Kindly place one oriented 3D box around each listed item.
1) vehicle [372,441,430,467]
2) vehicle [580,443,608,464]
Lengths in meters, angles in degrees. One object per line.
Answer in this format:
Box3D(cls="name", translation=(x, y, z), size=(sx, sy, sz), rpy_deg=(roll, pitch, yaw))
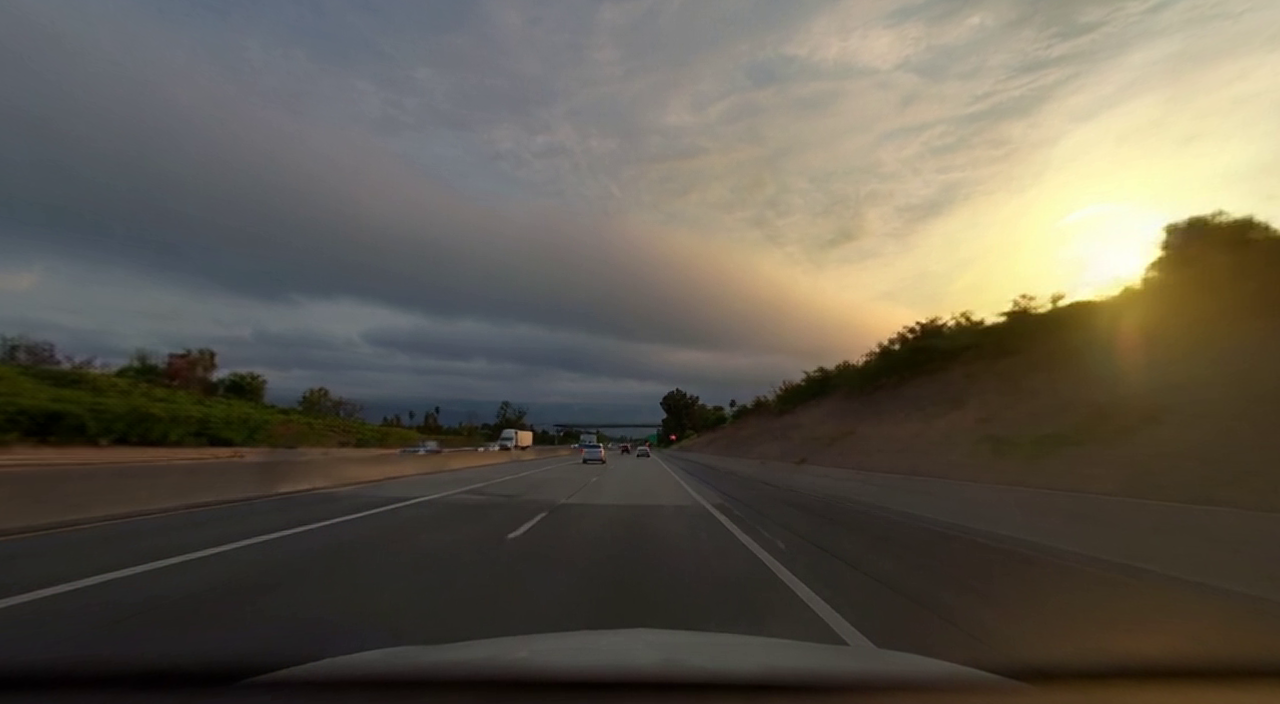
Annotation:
Box3D(cls="vehicle", translation=(-15.454, 6.633, 41.129), size=(2.003, 1.528, 4.634), rpy_deg=(0, -9, 0))
Box3D(cls="vehicle", translation=(-3.541, 7.915, 49.150), size=(1.921, 1.536, 3.920), rpy_deg=(0, -9, 0))
